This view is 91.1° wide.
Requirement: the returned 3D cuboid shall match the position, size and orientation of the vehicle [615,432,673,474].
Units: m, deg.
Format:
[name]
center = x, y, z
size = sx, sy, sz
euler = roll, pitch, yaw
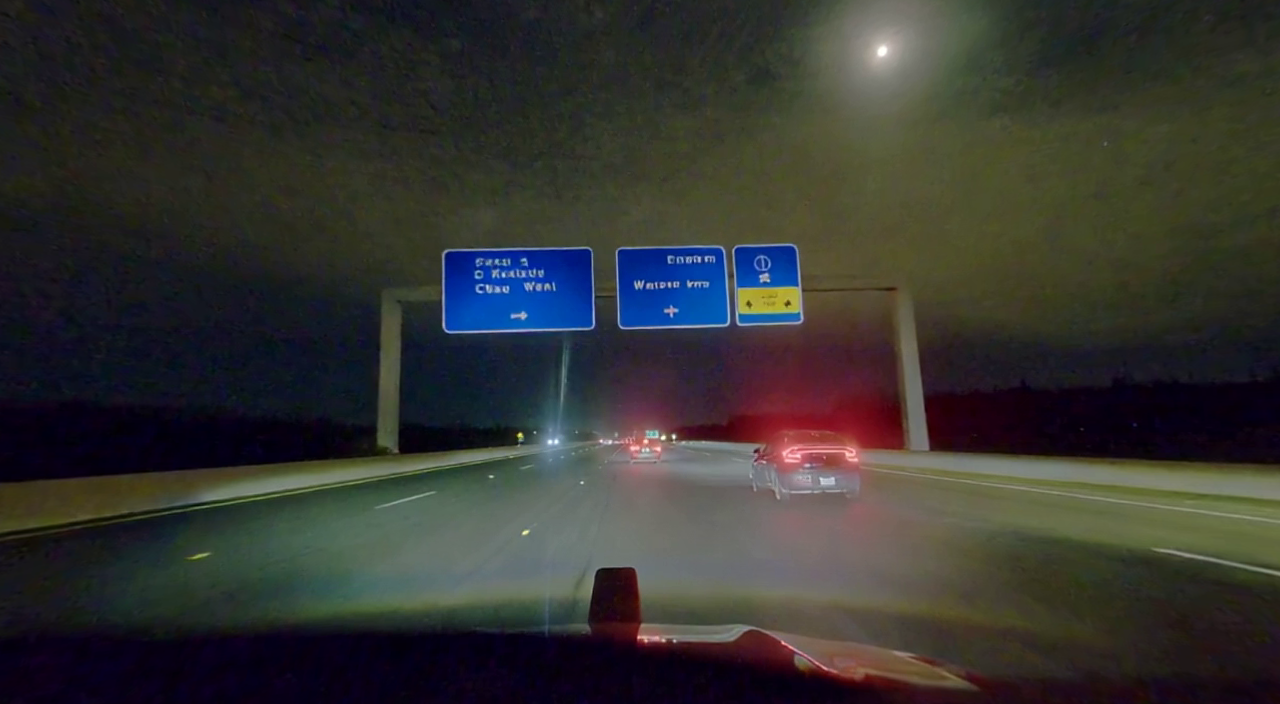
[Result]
[vehicle]
center = 0.123, 3.814, 24.095
size = 2.046, 1.467, 3.844
euler = 0, -8, -1
